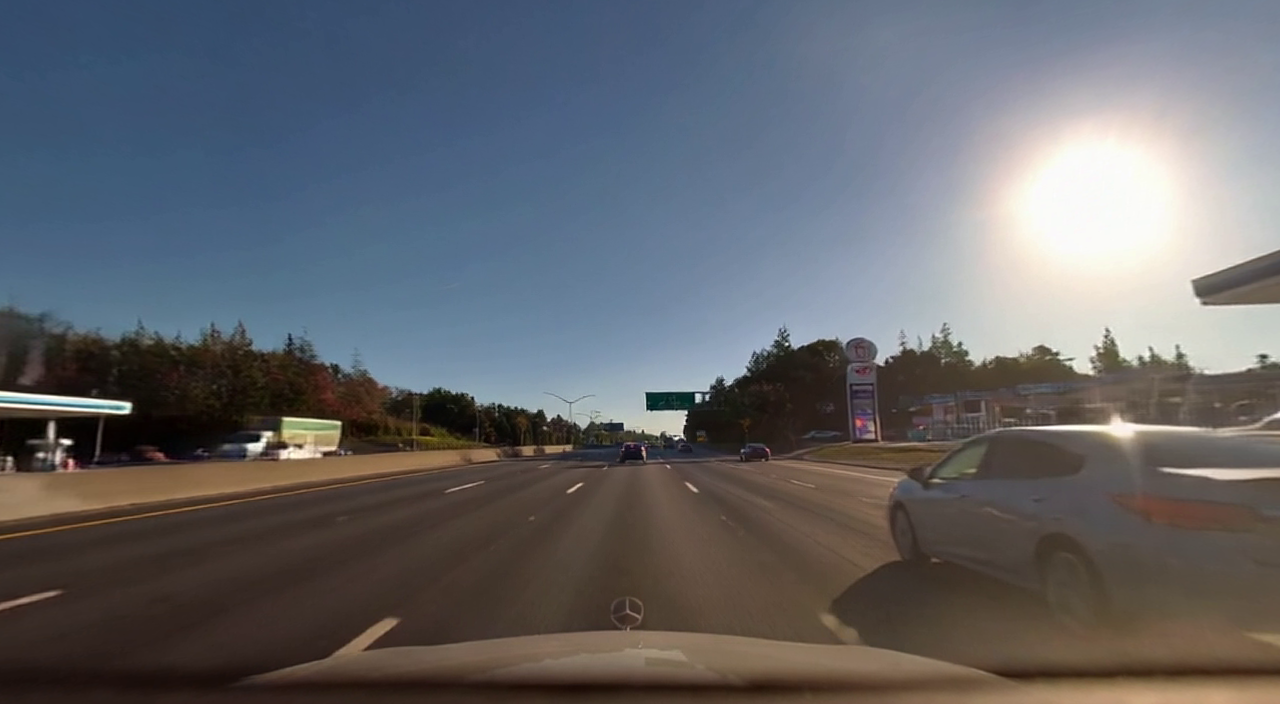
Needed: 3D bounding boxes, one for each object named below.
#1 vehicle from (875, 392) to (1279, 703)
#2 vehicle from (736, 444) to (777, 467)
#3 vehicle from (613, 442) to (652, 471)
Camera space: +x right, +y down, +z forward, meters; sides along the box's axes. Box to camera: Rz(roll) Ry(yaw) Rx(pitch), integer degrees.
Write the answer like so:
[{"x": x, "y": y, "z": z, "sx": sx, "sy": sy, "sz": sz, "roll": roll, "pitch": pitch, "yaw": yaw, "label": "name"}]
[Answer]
[{"x": 3.540, "y": 1.174, "z": 4.225, "sx": 2.172, "sy": 1.490, "sz": 4.668, "roll": 0, "pitch": -8, "yaw": 1, "label": "vehicle"}, {"x": 7.666, "y": 6.848, "z": 41.987, "sx": 1.867, "sy": 1.463, "sz": 4.295, "roll": 0, "pitch": -8, "yaw": -1, "label": "vehicle"}, {"x": -0.422, "y": 5.759, "z": 34.980, "sx": 1.999, "sy": 1.473, "sz": 4.351, "roll": 0, "pitch": -8, "yaw": -1, "label": "vehicle"}]
